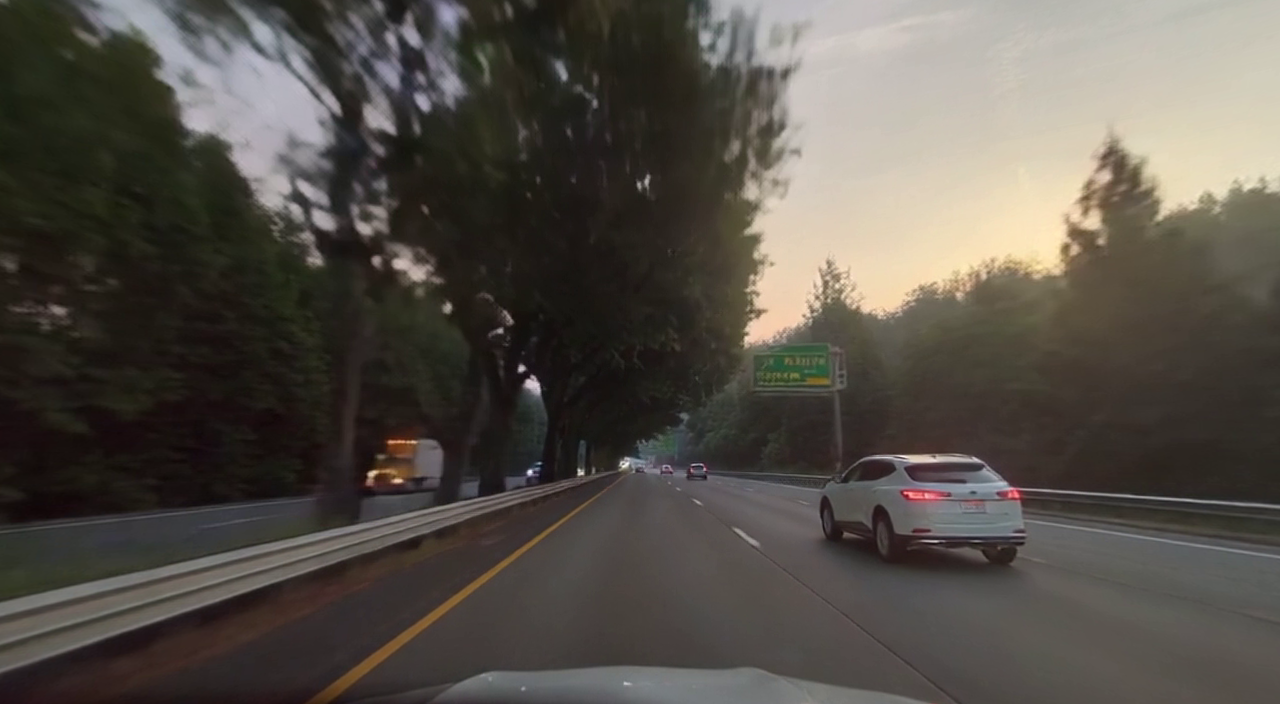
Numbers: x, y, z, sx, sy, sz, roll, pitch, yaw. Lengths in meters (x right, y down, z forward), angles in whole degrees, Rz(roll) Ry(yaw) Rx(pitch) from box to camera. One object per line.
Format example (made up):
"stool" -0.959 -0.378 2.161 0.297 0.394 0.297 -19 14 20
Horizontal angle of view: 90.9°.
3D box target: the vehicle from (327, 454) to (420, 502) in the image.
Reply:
"vehicle" -11.973 5.692 28.741 2.025 1.941 4.964 1 -10 0

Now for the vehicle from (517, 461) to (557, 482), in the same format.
"vehicle" -7.883 9.178 48.504 2.206 1.513 4.401 0 -10 1

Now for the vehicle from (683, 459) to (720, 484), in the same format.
"vehicle" 4.105 8.132 42.866 2.156 1.569 3.821 1 -10 0

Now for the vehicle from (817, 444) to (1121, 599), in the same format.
"vehicle" 3.825 2.045 8.281 1.825 1.494 3.959 1 -10 0

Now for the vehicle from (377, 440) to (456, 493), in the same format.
"vehicle" -12.061 6.252 34.448 2.350 2.640 4.838 1 -10 1
